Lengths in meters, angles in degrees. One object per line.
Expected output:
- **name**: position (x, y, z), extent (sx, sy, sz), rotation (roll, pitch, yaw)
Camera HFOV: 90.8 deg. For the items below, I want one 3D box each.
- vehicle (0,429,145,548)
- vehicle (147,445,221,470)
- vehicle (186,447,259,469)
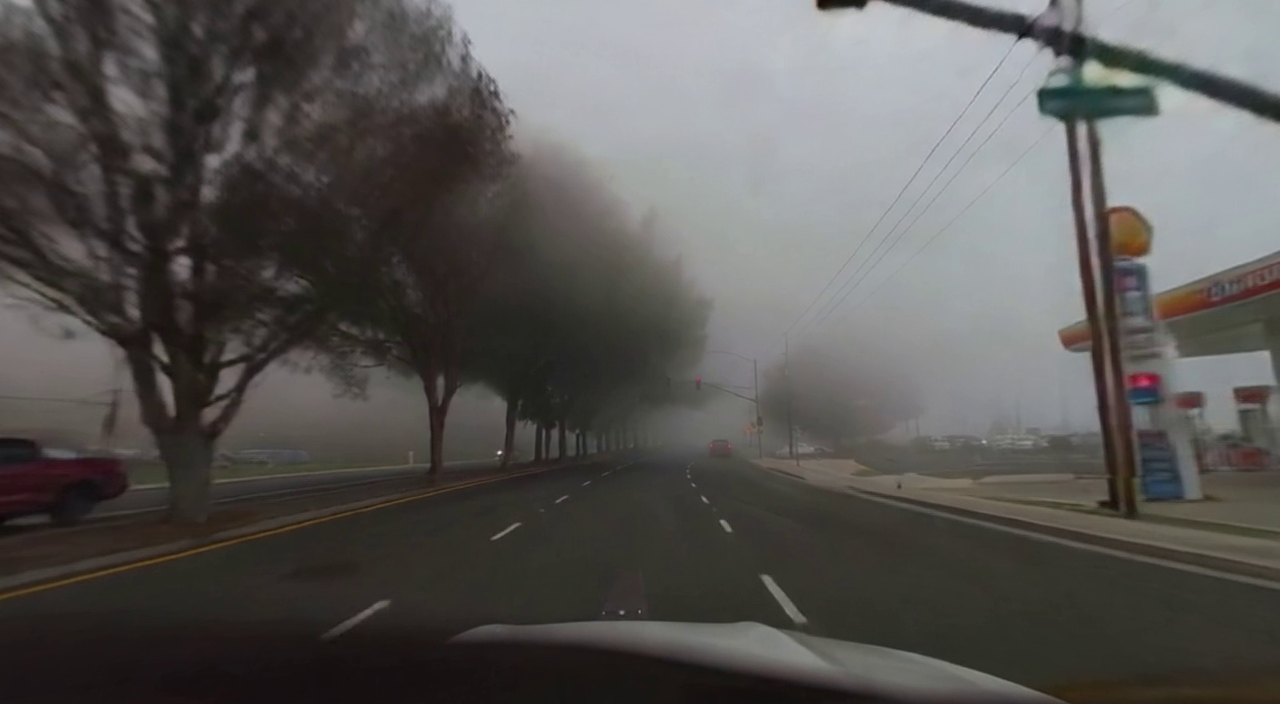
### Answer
- **vehicle**: position (-9.127, 1.725, 7.924), extent (2.023, 1.498, 4.605), rotation (0, -9, 1)
- **vehicle**: position (-32.651, 7.559, 45.390), extent (2.051, 1.639, 4.354), rotation (-2, -9, 1)
- **vehicle**: position (-29.943, 7.624, 45.480), extent (1.884, 1.490, 4.627), rotation (-1, -9, 3)
